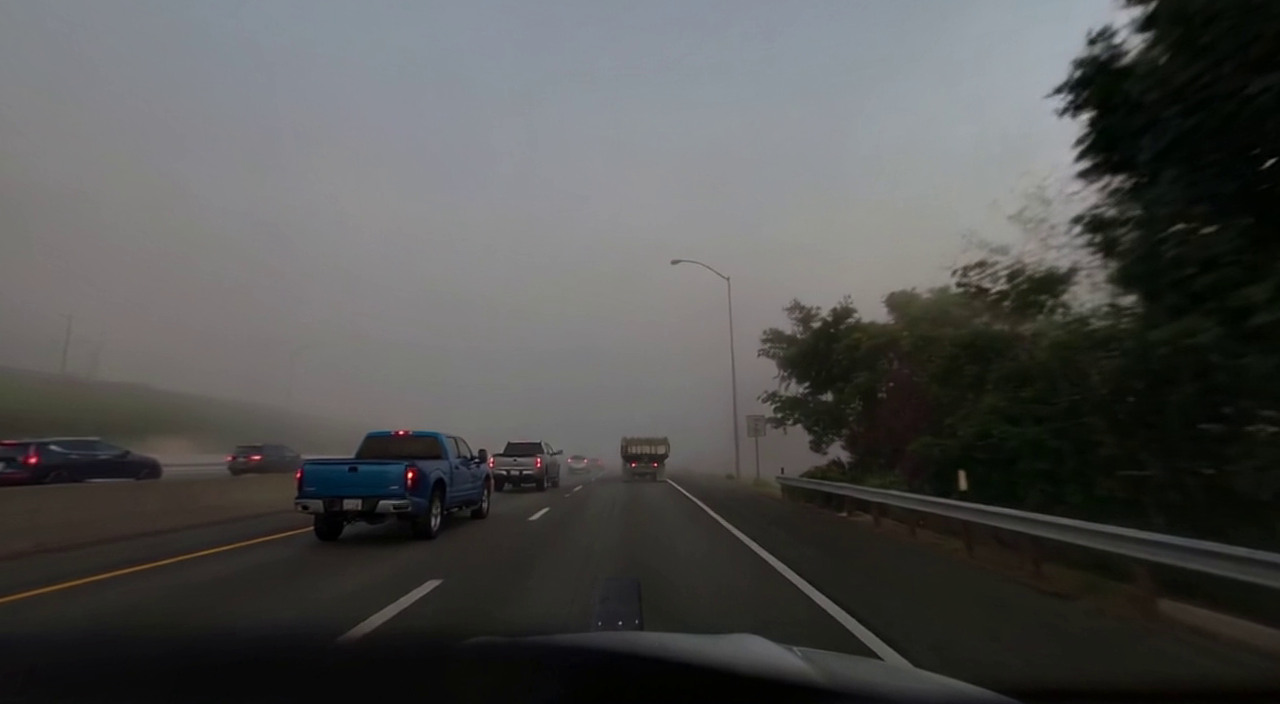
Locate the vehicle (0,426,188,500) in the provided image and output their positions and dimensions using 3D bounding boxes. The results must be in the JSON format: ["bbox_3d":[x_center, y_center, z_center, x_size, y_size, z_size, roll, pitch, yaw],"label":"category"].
[{"bbox_3d":[-13.359,2.591,15.012,1.828,1.482,4.204,-1,-9,6],"label":"vehicle"}]

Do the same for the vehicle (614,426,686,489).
[{"bbox_3d":[0.301,4.830,29.275,2.886,2.471,7.692,0,-9,-1],"label":"vehicle"}]

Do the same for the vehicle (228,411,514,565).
[{"bbox_3d":[-3.774,2.040,10.230,2.303,1.835,5.044,-1,-9,1],"label":"vehicle"}]
